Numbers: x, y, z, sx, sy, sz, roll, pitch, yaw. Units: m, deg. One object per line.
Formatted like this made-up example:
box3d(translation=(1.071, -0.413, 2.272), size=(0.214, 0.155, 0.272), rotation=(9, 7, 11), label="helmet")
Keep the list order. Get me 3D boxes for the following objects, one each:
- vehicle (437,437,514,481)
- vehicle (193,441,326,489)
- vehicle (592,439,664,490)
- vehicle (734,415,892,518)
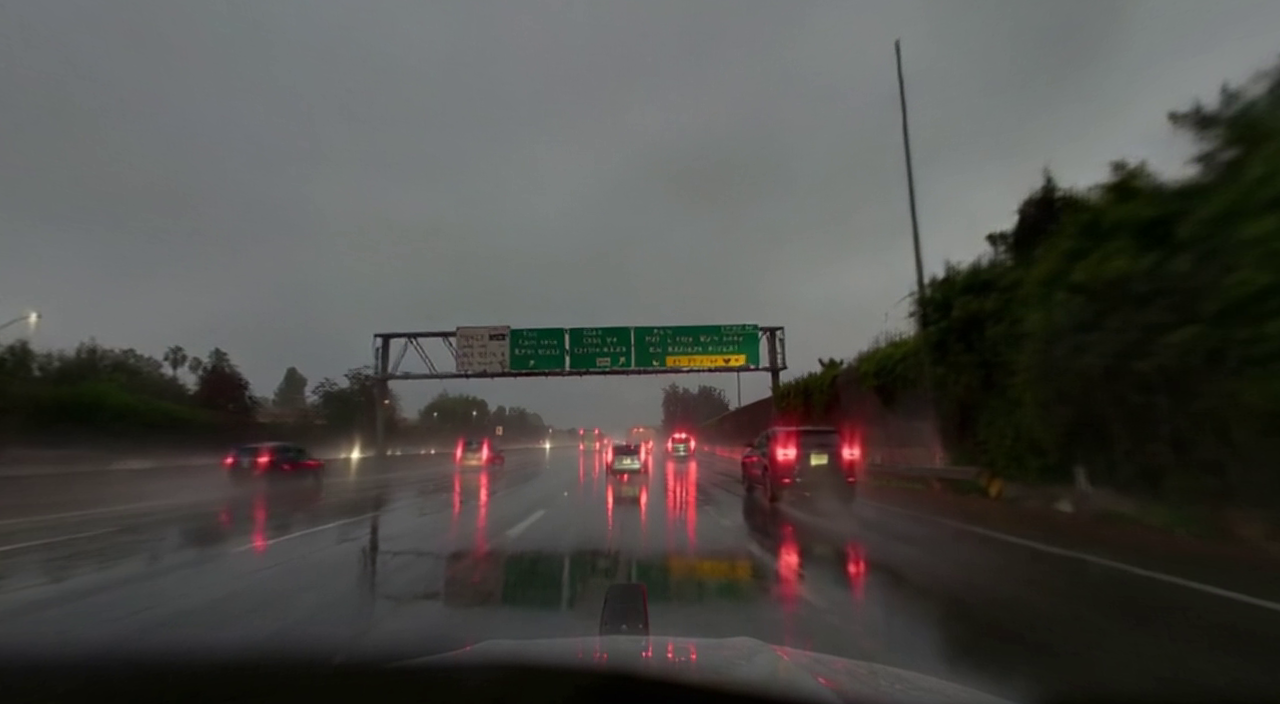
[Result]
box3d(translation=(-6.794, 4.464, 26.544), size=(2.060, 1.669, 4.242), rotation=(0, -8, 0), label="vehicle")
box3d(translation=(-14.448, 4.288, 24.393), size=(2.055, 1.628, 4.898), rotation=(0, -8, 1), label="vehicle")
box3d(translation=(-0.343, 3.542, 20.216), size=(2.042, 1.446, 4.269), rotation=(0, -8, 0), label="vehicle")
box3d(translation=(3.351, 2.315, 13.204), size=(2.001, 1.771, 4.250), rotation=(0, -8, -1), label="vehicle")
